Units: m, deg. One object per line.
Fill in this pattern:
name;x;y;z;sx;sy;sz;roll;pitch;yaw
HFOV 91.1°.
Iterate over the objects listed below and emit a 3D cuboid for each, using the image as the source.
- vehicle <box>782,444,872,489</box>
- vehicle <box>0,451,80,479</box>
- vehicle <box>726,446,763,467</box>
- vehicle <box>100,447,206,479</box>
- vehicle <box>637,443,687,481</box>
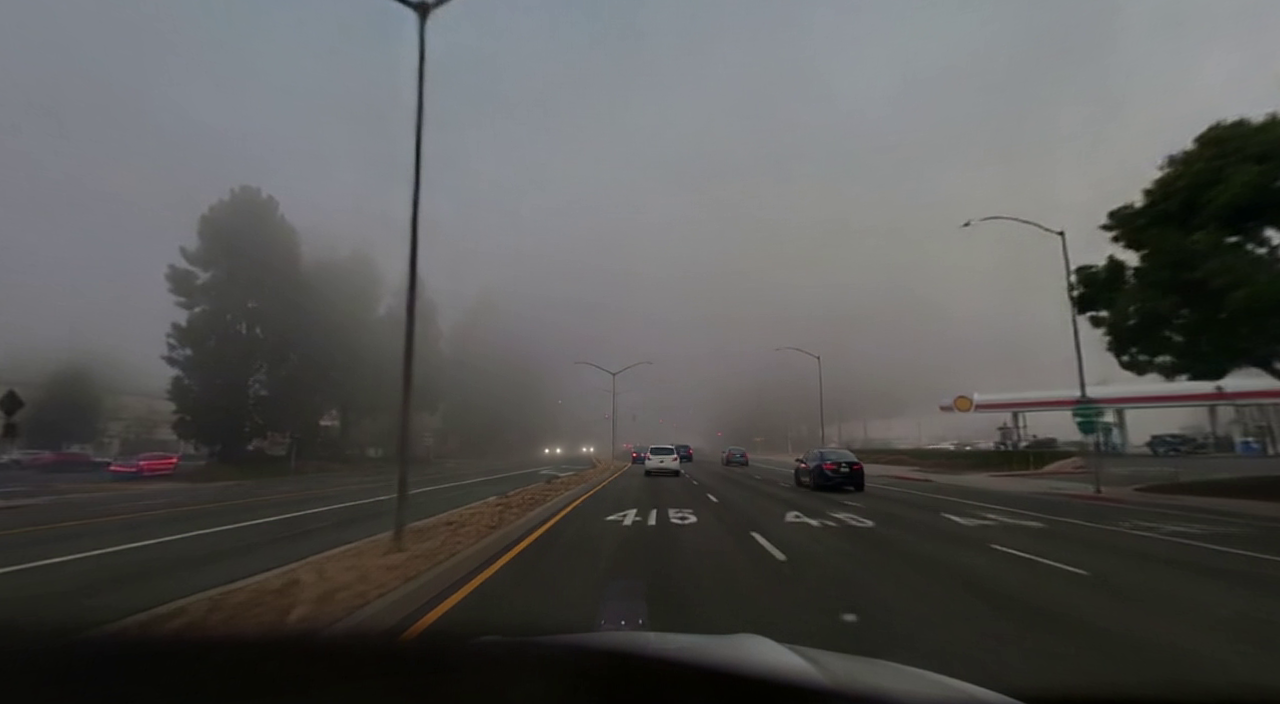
vehicle;6.727;4.131;23.114;1.918;1.484;4.456;0;-8;0
vehicle;-36.951;6.754;37.807;1.925;1.568;4.769;0;-8;1
vehicle;7.744;7.741;46.881;1.930;1.479;4.477;0;-8;0
vehicle;-29.130;6.626;37.831;2.011;1.762;5.267;0;-8;3
vehicle;0.865;4.675;27.135;1.971;1.479;4.493;0;-8;0
